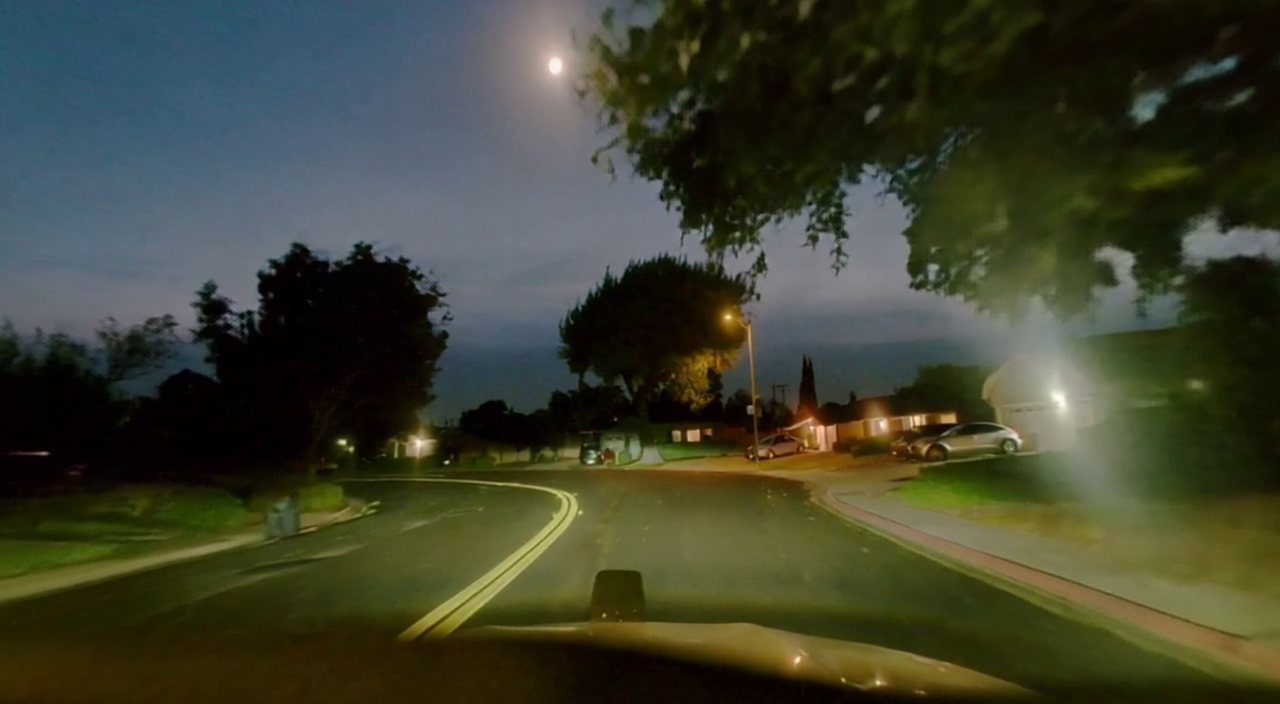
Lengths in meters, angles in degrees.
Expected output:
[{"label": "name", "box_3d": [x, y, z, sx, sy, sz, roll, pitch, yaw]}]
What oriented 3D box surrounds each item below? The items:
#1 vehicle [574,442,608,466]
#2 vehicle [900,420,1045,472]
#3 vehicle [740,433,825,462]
[{"label": "vehicle", "box_3d": [-3.527, 7.383, 46.008, 1.819, 1.442, 4.329, -1, -5, 4]}, {"label": "vehicle", "box_3d": [12.654, 3.621, 24.286, 4.327, 1.573, 1.967, -5, -9, 2]}, {"label": "vehicle", "box_3d": [8.770, 5.860, 38.850, 4.799, 1.451, 2.144, 1, -8, -29]}]
